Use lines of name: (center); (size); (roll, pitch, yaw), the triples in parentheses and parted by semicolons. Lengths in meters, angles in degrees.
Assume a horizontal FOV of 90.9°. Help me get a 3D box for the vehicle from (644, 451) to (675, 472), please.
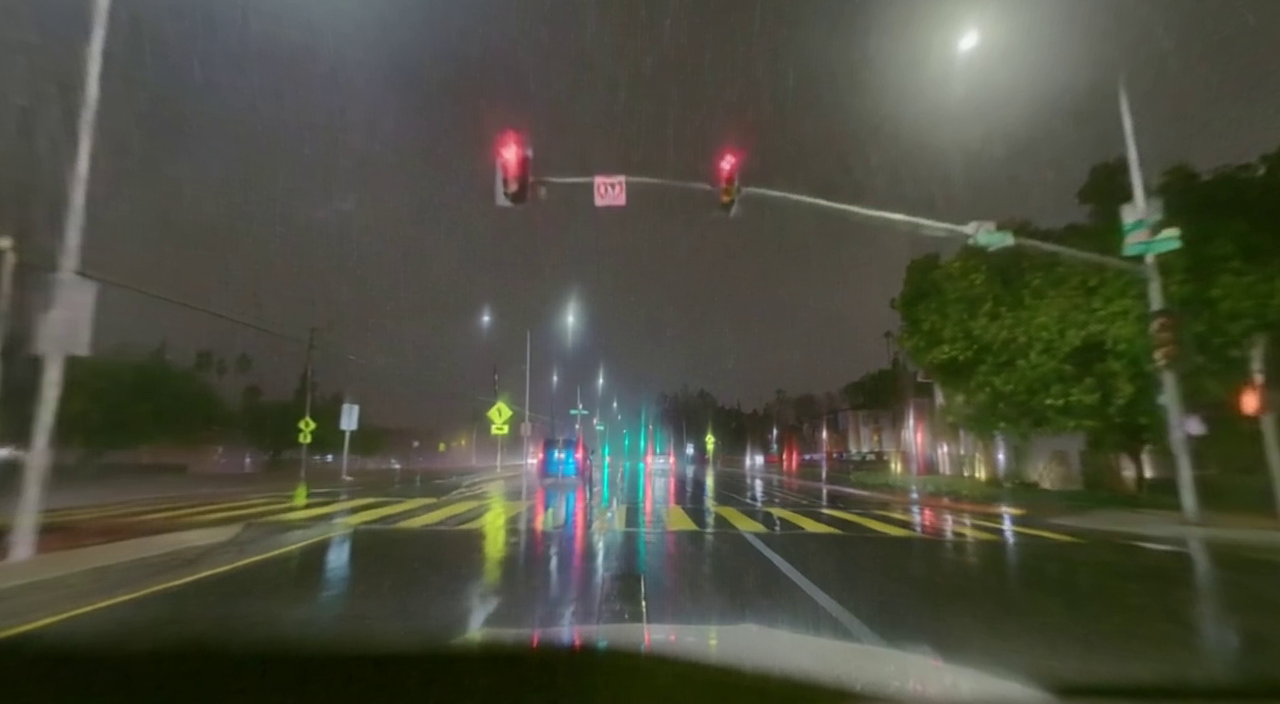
vehicle: (1.391, 8.050, 46.582); (2.075, 1.480, 3.920); (0, -9, 0)

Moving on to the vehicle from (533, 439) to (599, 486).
vehicle: (-3.002, 4.611, 26.592); (2.150, 1.812, 4.423); (0, -9, 1)
